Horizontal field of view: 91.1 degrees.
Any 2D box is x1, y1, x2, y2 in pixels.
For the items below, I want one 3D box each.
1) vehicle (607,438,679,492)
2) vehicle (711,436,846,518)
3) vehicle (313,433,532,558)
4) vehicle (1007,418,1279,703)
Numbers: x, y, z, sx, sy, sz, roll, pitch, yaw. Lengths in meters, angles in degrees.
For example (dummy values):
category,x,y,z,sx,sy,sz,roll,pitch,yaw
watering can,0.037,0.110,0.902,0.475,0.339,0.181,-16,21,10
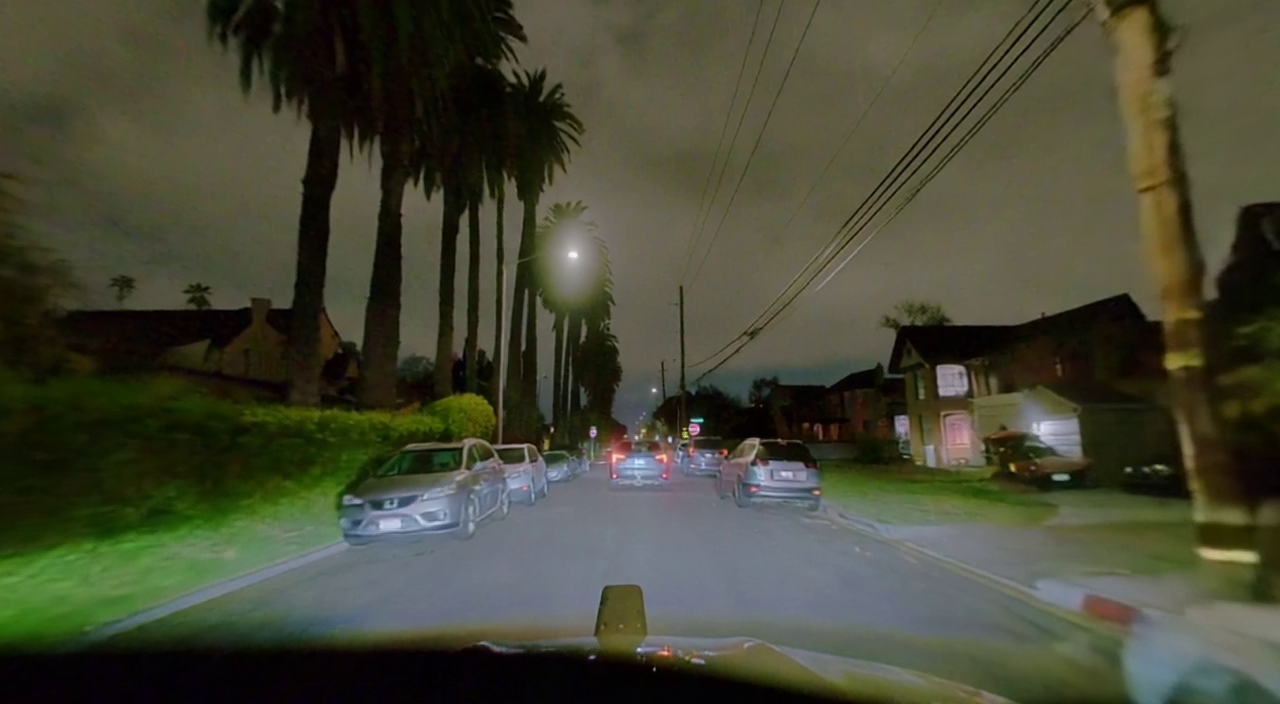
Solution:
category,x,y,z,sx,sy,sz,roll,pitch,yaw
vehicle,0.068,3.501,19.811,2.010,1.499,4.107,0,-8,0
vehicle,2.915,2.730,14.278,1.967,1.563,4.237,0,-8,-2
vehicle,-3.067,2.098,9.982,1.877,1.521,4.348,0,-8,1
vehicle,2.856,0.797,0.863,1.961,1.481,4.494,0,-8,0
